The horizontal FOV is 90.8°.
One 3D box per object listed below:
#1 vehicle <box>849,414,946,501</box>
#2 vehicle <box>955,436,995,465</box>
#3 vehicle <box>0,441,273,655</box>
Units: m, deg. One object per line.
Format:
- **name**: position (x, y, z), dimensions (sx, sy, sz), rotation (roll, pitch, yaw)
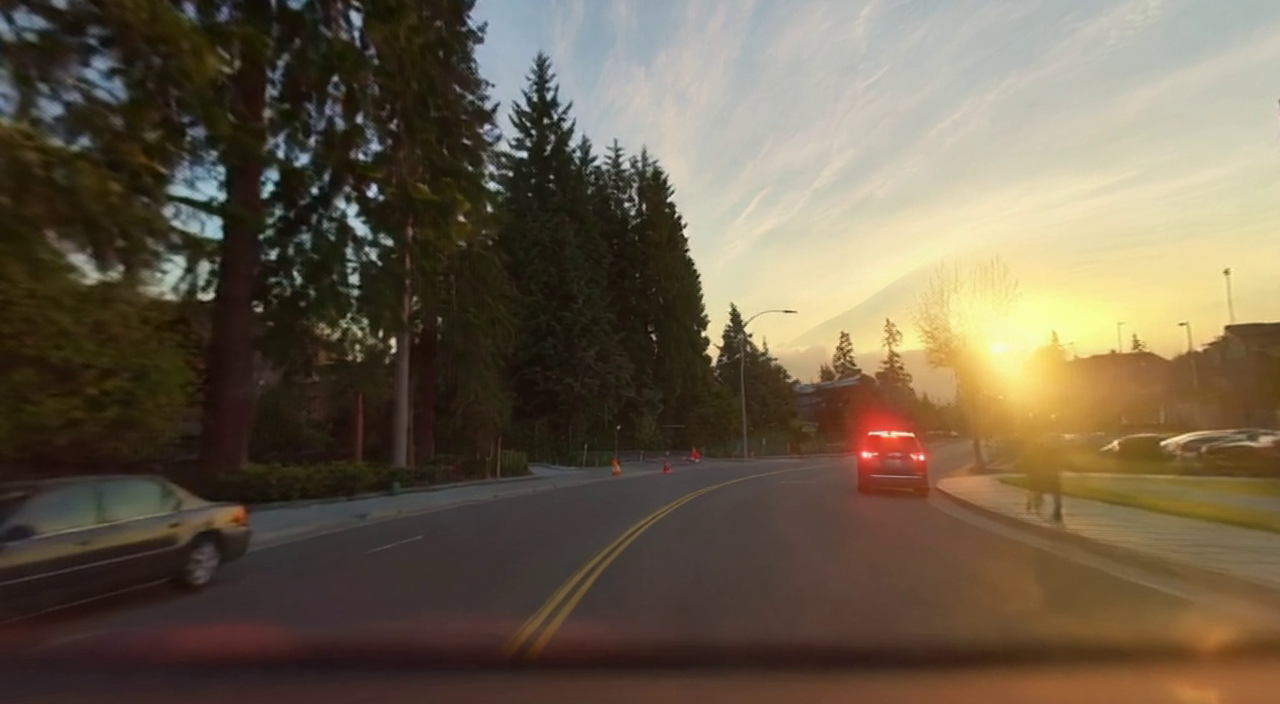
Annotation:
- **vehicle**: position (7.283, 3.007, 18.228), dimensions (2.043, 2.250, 3.024), rotation (-2, -9, 13)
- **vehicle**: position (22.238, 6.550, 41.849), dimensions (1.922, 1.785, 4.513), rotation (-6, -12, 31)
- **vehicle**: position (-5.388, 1.483, 5.199), dimensions (1.930, 1.487, 4.213), rotation (0, -9, 5)
